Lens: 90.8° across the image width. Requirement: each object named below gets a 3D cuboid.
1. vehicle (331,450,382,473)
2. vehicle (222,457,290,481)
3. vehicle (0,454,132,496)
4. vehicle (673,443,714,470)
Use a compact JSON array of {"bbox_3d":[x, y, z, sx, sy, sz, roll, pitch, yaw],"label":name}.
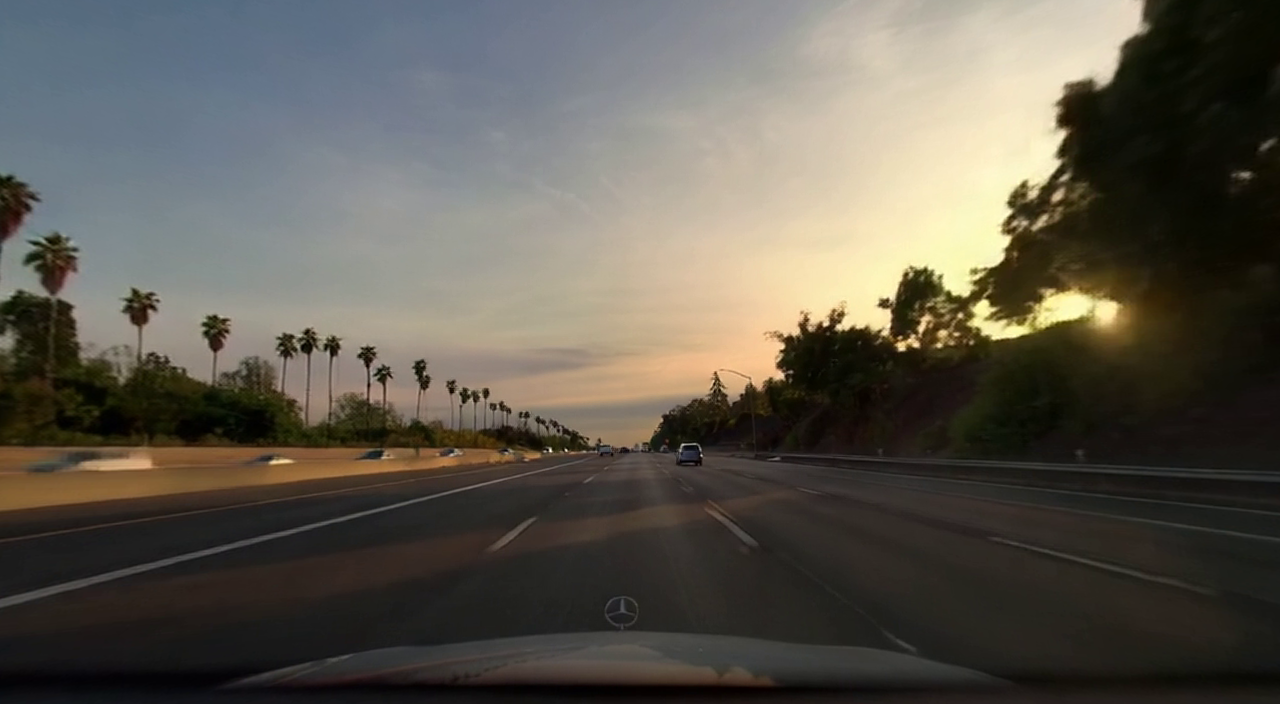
[{"bbox_3d":[-19.821,7.632,44.321,1.772,1.506,3.913,0,-9,0],"label":"vehicle"},{"bbox_3d":[-27.058,8.230,44.705,1.849,1.480,4.769,0,-9,-1],"label":"vehicle"},{"bbox_3d":[-23.219,4.913,25.653,1.789,1.515,4.010,0,-9,-1],"label":"vehicle"},{"bbox_3d":[3.349,6.693,40.591,2.130,1.677,4.317,0,-9,-2],"label":"vehicle"}]
